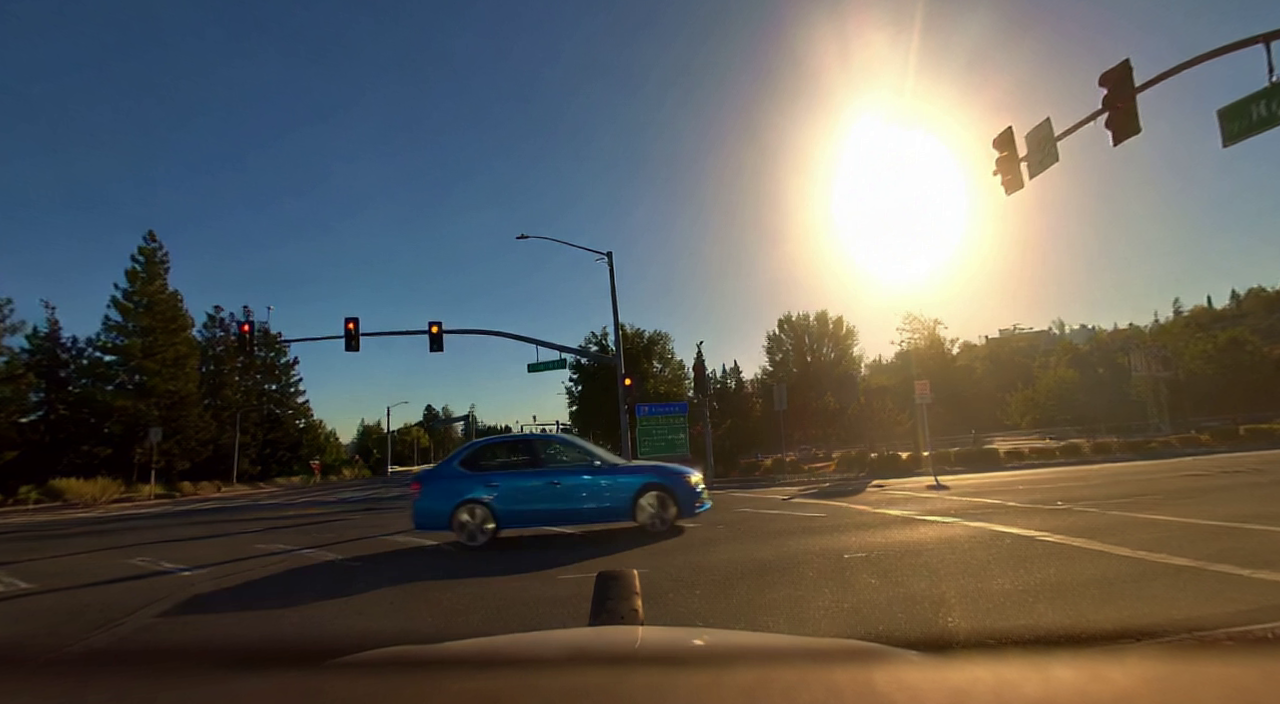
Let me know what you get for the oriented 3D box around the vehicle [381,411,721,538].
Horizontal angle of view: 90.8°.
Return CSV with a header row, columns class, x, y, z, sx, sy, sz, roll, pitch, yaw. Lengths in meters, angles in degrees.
class,x,y,z,sx,sy,sz,roll,pitch,yaw
vehicle,-1.291,1.934,10.280,4.881,1.807,2.135,0,-8,-1
